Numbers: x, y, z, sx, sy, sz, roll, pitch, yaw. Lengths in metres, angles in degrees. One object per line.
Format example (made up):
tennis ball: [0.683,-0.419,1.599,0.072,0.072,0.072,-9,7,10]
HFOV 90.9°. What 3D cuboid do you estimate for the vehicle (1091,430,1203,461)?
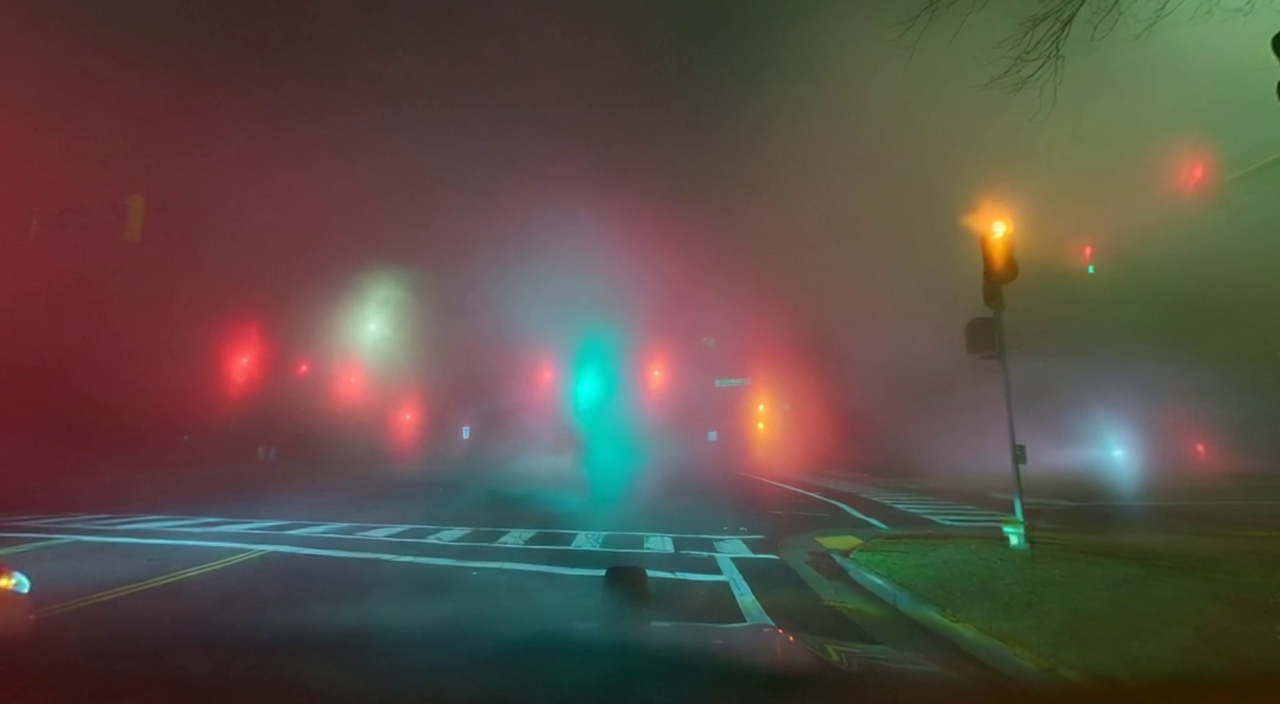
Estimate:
vehicle: [25.476,4.736,31.847,3.952,1.468,1.768,-3,-9,22]
